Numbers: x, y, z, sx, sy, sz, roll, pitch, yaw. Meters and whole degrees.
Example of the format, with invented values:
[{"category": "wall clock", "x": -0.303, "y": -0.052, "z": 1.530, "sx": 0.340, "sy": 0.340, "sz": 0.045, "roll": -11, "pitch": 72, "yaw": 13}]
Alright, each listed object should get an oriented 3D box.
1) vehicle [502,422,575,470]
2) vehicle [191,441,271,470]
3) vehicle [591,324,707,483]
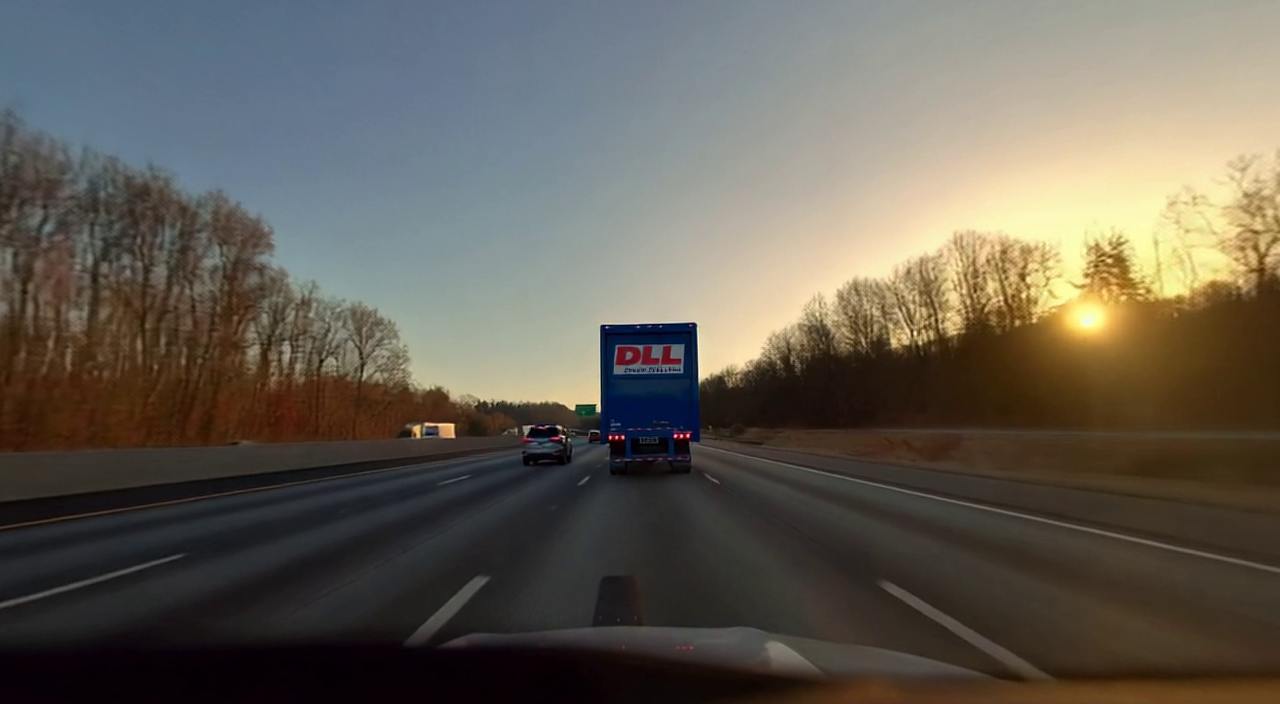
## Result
[{"category": "vehicle", "x": -4.065, "y": 3.862, "z": 26.167, "sx": 2.394, "sy": 1.787, "sz": 5.186, "roll": 0, "pitch": -8, "yaw": -3}, {"category": "vehicle", "x": -26.154, "y": 6.574, "z": 40.394, "sx": 1.943, "sy": 1.708, "sz": 4.800, "roll": 0, "pitch": -8, "yaw": -1}, {"category": "vehicle", "x": 0.137, "y": 1.918, "z": 21.064, "sx": 3.011, "sy": 4.211, "sz": 8.926, "roll": 0, "pitch": -8, "yaw": -1}]
